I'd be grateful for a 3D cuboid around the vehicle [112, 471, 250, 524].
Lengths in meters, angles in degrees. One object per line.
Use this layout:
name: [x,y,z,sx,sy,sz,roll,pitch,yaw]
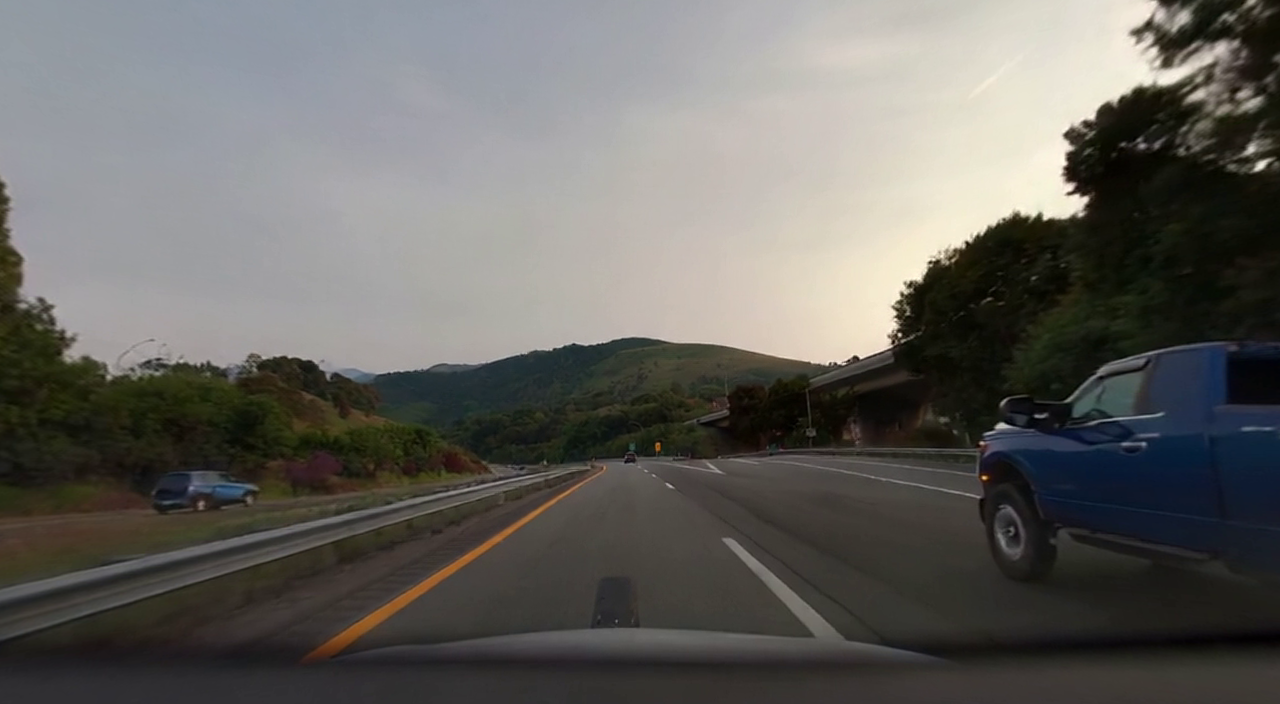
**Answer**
vehicle: [-22.290,7.044,31.096,2.573,1.976,5.651,-2,-8,0]
